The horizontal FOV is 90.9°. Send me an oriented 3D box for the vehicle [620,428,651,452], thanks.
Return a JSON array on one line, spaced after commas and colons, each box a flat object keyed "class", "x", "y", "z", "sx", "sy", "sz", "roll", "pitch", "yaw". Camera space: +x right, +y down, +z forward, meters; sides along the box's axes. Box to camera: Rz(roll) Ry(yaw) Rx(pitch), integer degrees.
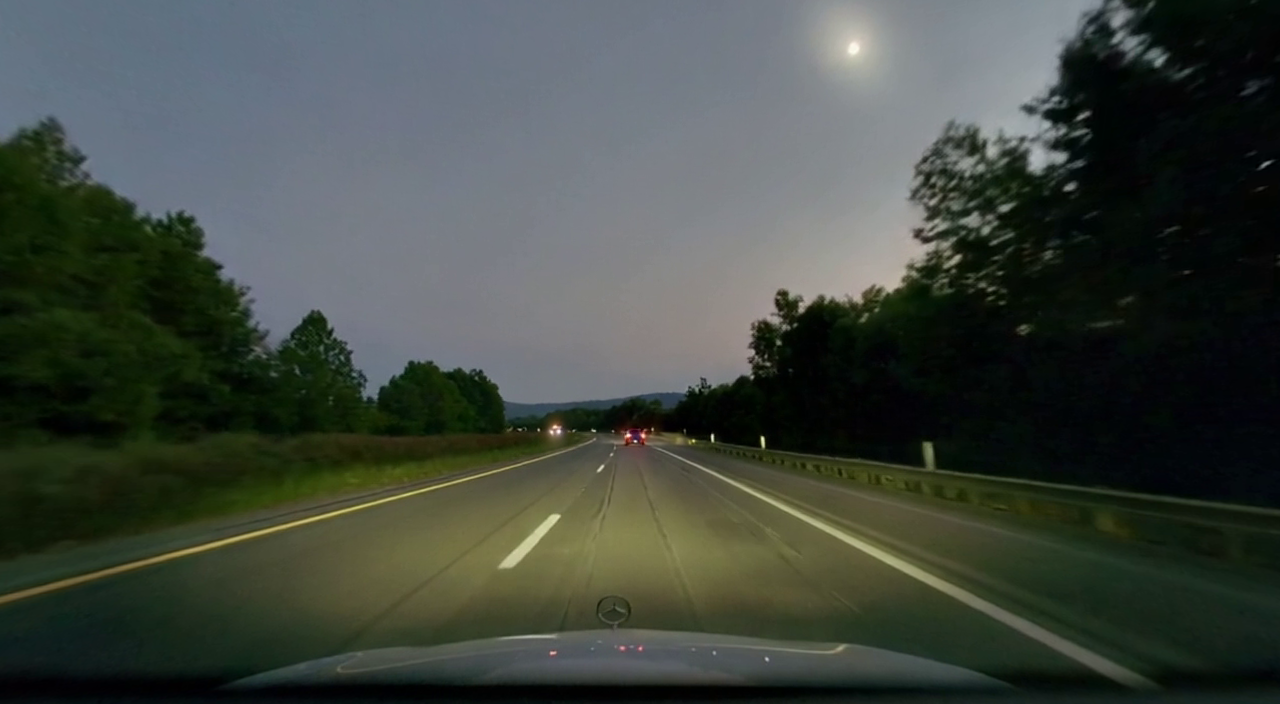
[{"class": "vehicle", "x": -0.405, "y": 6.859, "z": 49.214, "sx": 2.240, "sy": 1.801, "sz": 4.545, "roll": 0, "pitch": -8, "yaw": -2}]
